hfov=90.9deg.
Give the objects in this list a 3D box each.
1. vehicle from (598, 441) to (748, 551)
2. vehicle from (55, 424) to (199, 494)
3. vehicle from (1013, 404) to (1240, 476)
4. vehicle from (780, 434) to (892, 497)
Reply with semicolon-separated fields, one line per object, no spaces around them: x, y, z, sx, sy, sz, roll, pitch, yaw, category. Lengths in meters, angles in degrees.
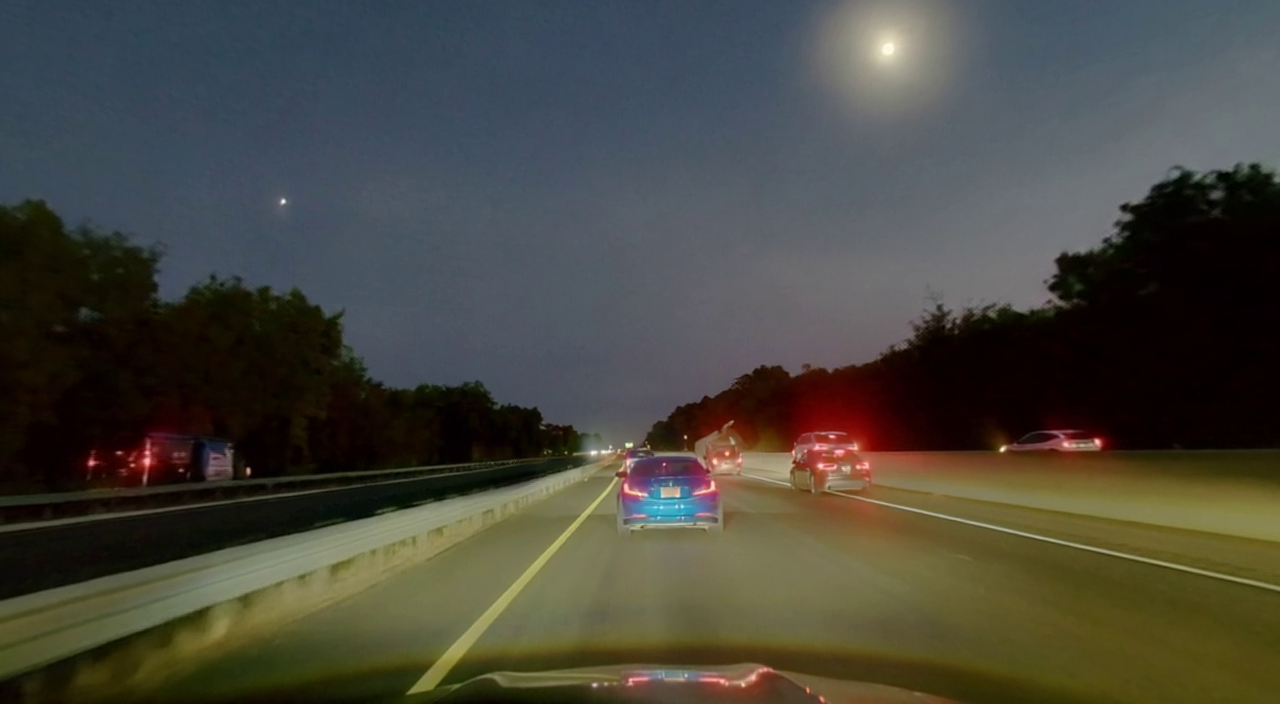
0.416;2.293;10.668;2.076;1.485;3.774;0;-9;-1;vehicle
-33.521;6.961;41.714;2.902;3.981;7.819;-3;-8;0;vehicle
31.548;6.063;42.488;2.822;3.996;14.073;1;-9;-7;vehicle
6.331;3.725;21.024;2.177;1.827;4.565;0;-9;-1;vehicle
